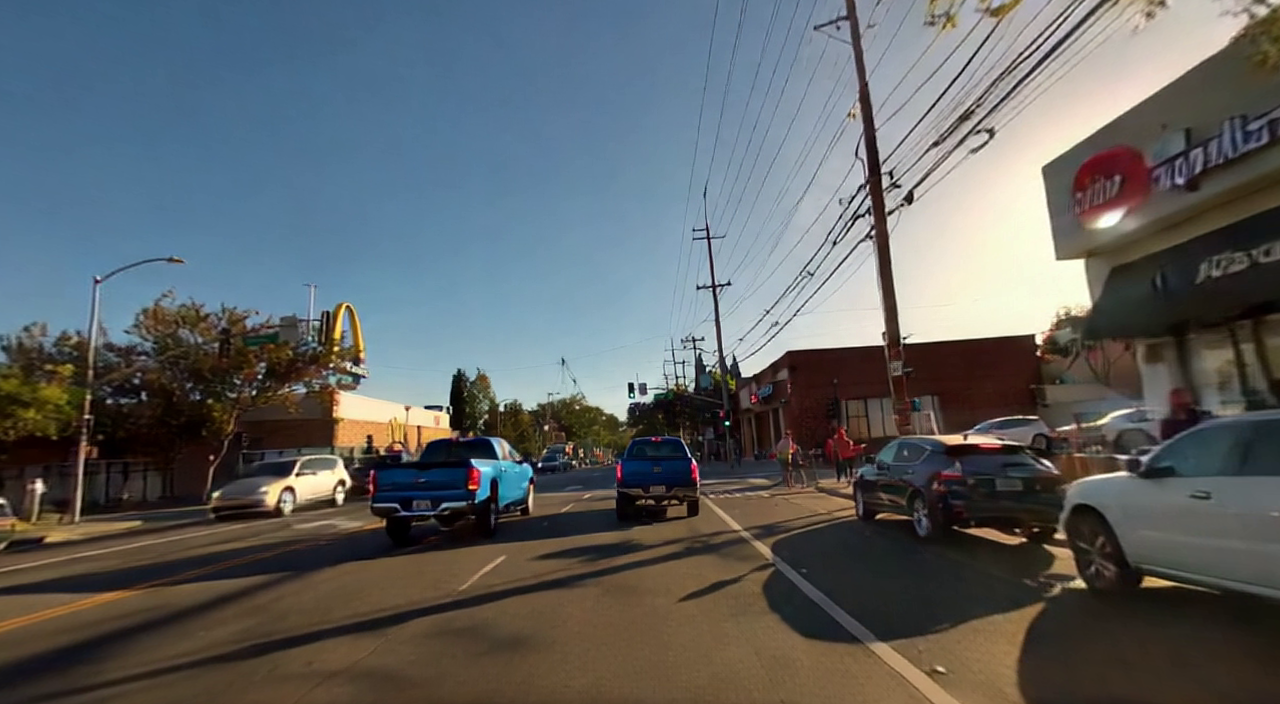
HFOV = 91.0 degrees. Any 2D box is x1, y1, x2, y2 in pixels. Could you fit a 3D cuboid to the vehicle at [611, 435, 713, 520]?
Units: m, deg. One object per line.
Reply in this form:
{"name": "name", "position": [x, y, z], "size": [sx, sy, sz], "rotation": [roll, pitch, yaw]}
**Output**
{"name": "vehicle", "position": [0.710, 2.928, 15.345], "size": [2.089, 1.699, 4.650], "rotation": [-1, -9, 7]}

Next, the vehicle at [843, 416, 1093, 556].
{"name": "vehicle", "position": [5.098, 2.122, 10.727], "size": [1.974, 1.823, 4.576], "rotation": [0, -9, 3]}

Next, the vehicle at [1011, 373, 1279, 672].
{"name": "vehicle", "position": [4.877, 1.074, 4.064], "size": [2.007, 1.786, 4.870], "rotation": [0, -8, 1]}

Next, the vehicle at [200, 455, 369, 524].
{"name": "vehicle", "position": [-9.392, 3.629, 17.185], "size": [1.918, 1.522, 4.486], "rotation": [0, -8, 1]}

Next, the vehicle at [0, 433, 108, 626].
{"name": "vehicle", "position": [-6.219, 1.251, 3.850], "size": [1.994, 1.551, 4.414], "rotation": [0, -8, 1]}

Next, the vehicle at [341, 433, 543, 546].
{"name": "vehicle", "position": [-3.144, 2.280, 11.210], "size": [1.995, 1.554, 4.618], "rotation": [0, -8, 1]}

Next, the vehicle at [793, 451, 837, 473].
{"name": "vehicle", "position": [13.435, 8.495, 48.646], "size": [2.075, 1.556, 4.585], "rotation": [0, -9, 0]}

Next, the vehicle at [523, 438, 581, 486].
{"name": "vehicle", "position": [-5.810, 7.358, 42.699], "size": [2.619, 2.948, 7.193], "rotation": [0, -9, 2]}

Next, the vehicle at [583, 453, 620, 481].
{"name": "vehicle", "position": [-2.681, 8.187, 45.020], "size": [2.140, 1.768, 5.092], "rotation": [0, -9, 2]}
